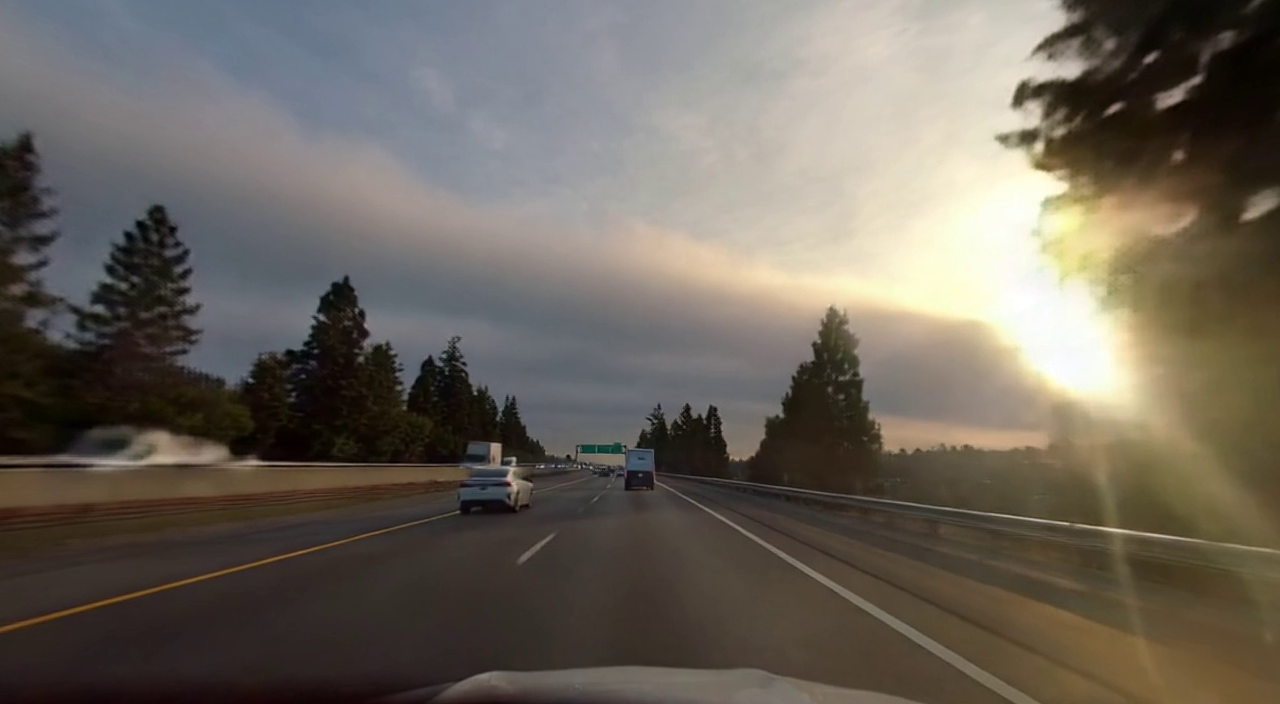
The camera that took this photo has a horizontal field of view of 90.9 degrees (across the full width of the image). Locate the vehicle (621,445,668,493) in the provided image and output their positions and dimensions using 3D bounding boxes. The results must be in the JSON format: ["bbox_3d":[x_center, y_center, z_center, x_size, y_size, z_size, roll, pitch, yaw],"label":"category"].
[{"bbox_3d":[0.176,6.841,36.800,2.482,2.549,5.447,1,-11,-2],"label":"vehicle"}]

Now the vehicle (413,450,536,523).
[{"bbox_3d":[-4.133,3.462,16.500,2.100,1.605,3.883,1,-11,0],"label":"vehicle"}]

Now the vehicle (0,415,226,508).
[{"bbox_3d":[-12.190,2.518,14.421,2.034,1.743,4.889,1,-11,0],"label":"vehicle"}]
